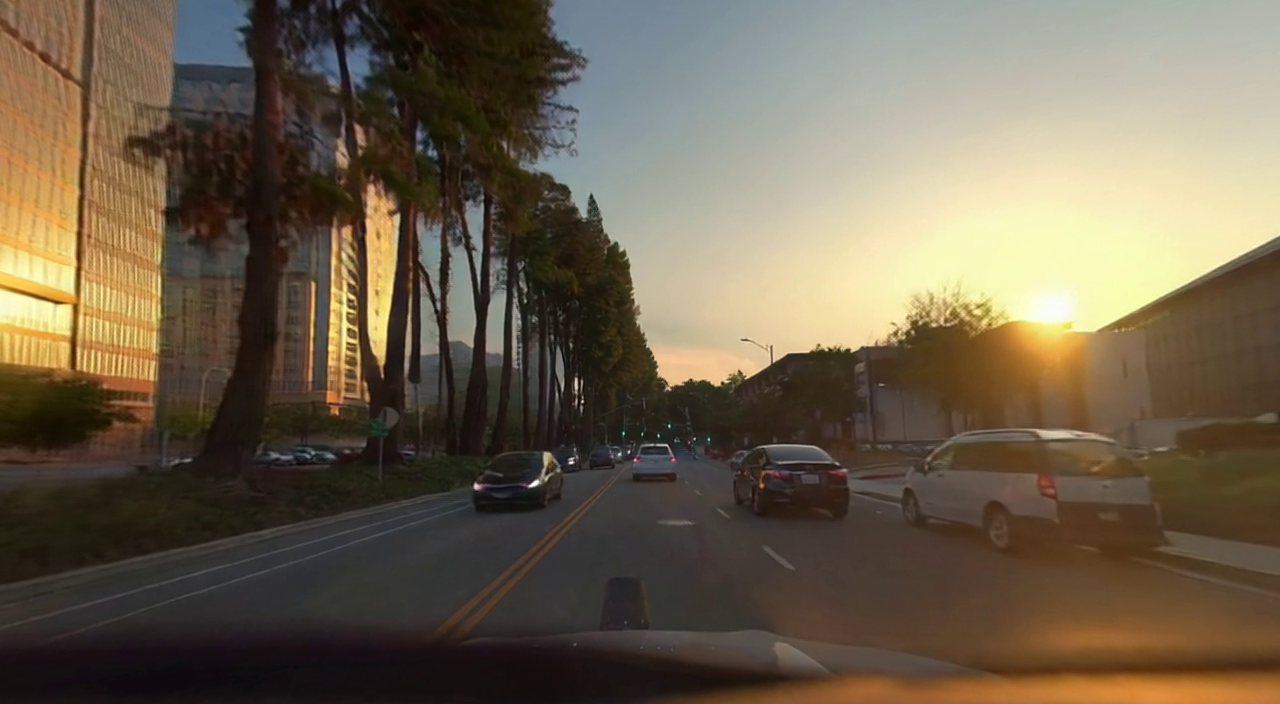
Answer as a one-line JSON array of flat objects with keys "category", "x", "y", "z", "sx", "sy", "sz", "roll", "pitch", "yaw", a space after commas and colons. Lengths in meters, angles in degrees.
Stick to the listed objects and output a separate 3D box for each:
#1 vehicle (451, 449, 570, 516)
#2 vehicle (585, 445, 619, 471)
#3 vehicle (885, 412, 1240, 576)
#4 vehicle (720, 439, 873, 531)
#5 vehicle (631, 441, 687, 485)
[{"category": "vehicle", "x": -3.017, "y": 3.144, "z": 15.720, "sx": 1.997, "sy": 1.415, "sz": 4.195, "roll": 0, "pitch": -9, "yaw": 1}, {"category": "vehicle", "x": -2.596, "y": 7.365, "z": 44.174, "sx": 2.065, "sy": 1.708, "sz": 4.311, "roll": 0, "pitch": -9, "yaw": 1}, {"category": "vehicle", "x": 5.661, "y": 1.942, "z": 9.454, "sx": 2.059, "sy": 1.813, "sz": 4.637, "roll": 0, "pitch": -9, "yaw": 0}, {"category": "vehicle", "x": 2.938, "y": 2.578, "z": 12.862, "sx": 1.991, "sy": 1.536, "sz": 4.116, "roll": 0, "pitch": -9, "yaw": -1}, {"category": "vehicle", "x": 0.741, "y": 4.498, "z": 25.890, "sx": 2.105, "sy": 1.653, "sz": 3.887, "roll": 0, "pitch": -9, "yaw": 1}]
